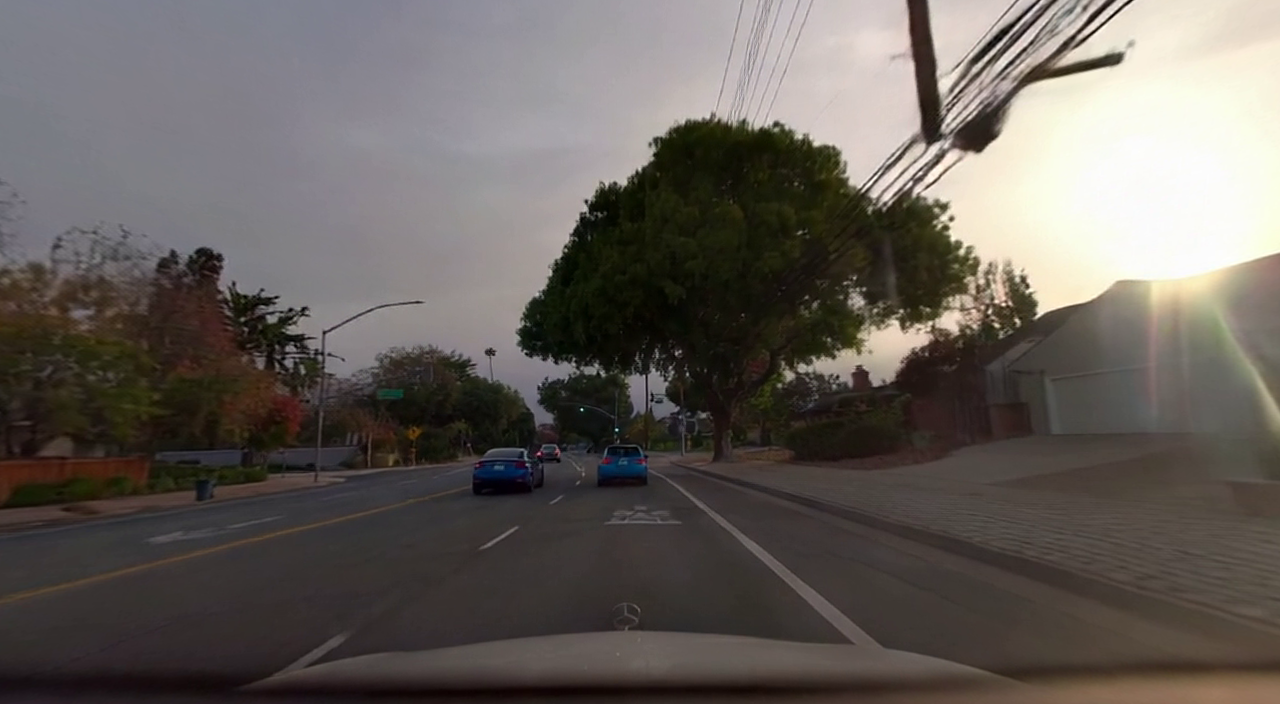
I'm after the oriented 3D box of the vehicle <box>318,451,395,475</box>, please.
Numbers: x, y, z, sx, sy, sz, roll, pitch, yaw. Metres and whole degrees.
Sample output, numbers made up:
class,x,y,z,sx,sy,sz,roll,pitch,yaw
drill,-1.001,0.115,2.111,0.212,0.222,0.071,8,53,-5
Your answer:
class,x,y,z,sx,sy,sz,roll,pitch,yaw
vehicle,-22.006,8.604,49.079,4.979,1.782,2.264,-2,-9,14

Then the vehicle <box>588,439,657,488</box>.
class,x,y,z,sx,sy,sz,roll,pitch,yaw
vehicle,-0.663,3.821,21.877,2.168,1.504,4.284,1,-9,-3

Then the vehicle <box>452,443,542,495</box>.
class,x,y,z,sx,sy,sz,roll,pitch,yaw
vehicle,-4.299,3.596,19.694,1.913,1.425,4.235,0,-9,-1
